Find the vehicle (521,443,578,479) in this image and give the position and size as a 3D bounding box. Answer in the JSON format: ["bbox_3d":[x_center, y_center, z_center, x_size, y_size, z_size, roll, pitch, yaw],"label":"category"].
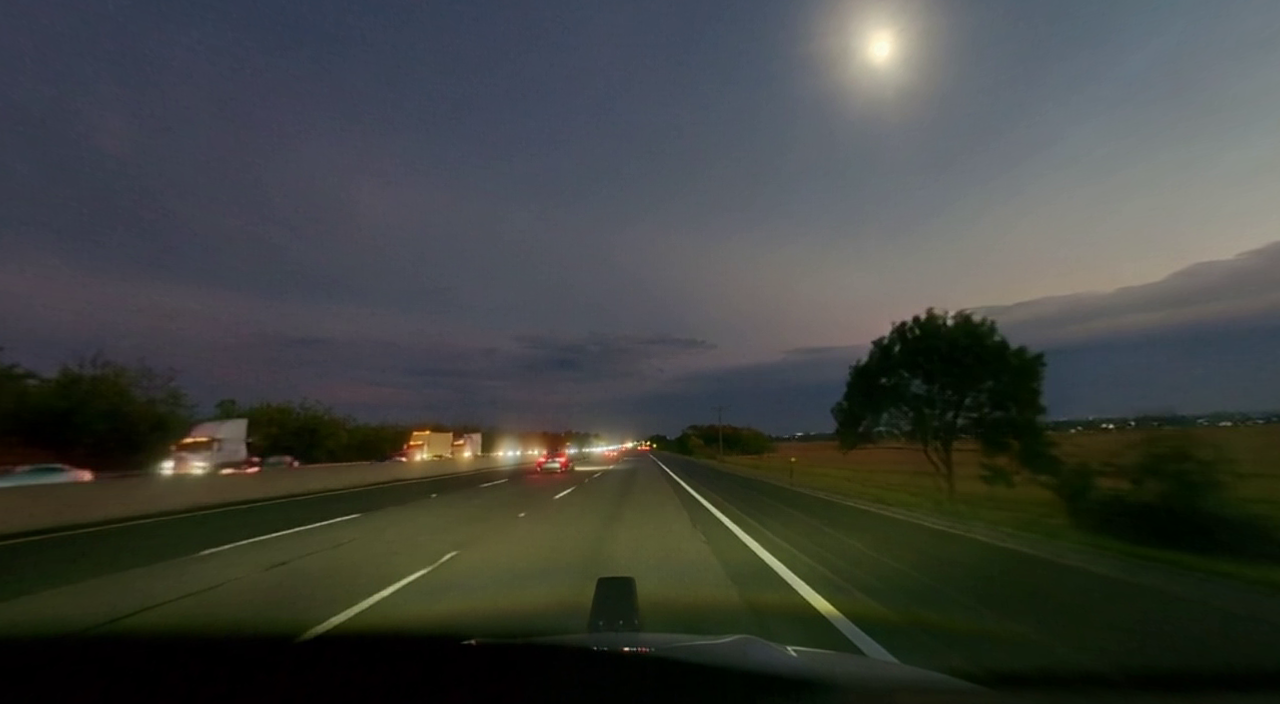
[{"bbox_3d":[-4.042,4.950,28.885,1.954,1.541,4.079,0,-9,1],"label":"vehicle"}]

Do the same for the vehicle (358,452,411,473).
[{"bbox_3d":[-19.324,8.362,47.925,1.947,1.459,4.851,0,-9,1],"label":"vehicle"}]

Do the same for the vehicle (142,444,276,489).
[{"bbox_3d":[-15.980,4.248,23.730,1.925,1.526,4.370,0,-9,0],"label":"vehicle"}]
